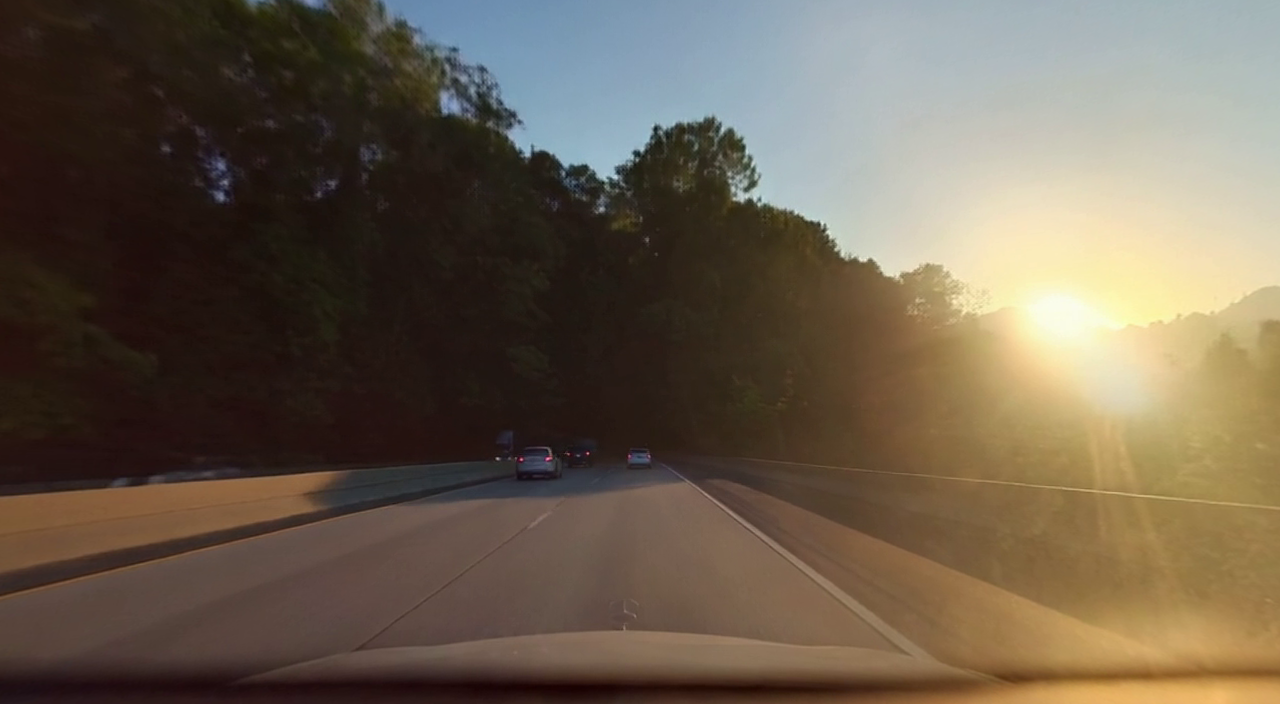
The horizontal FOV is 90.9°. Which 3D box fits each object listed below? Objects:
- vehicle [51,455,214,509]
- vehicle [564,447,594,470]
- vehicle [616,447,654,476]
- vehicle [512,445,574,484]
[{"bbox_3d":[-16.497,4.193,20.816,1.705,1.552,4.338,0,-9,1],"label":"vehicle"},{"bbox_3d":[-4.486,7.820,46.548,1.834,1.615,3.624,0,-9,0],"label":"vehicle"},{"bbox_3d":[-0.265,6.150,35.617,2.001,1.490,3.914,0,-9,0],"label":"vehicle"},{"bbox_3d":[-4.055,4.779,27.012,1.978,1.538,3.755,0,-9,1],"label":"vehicle"}]
